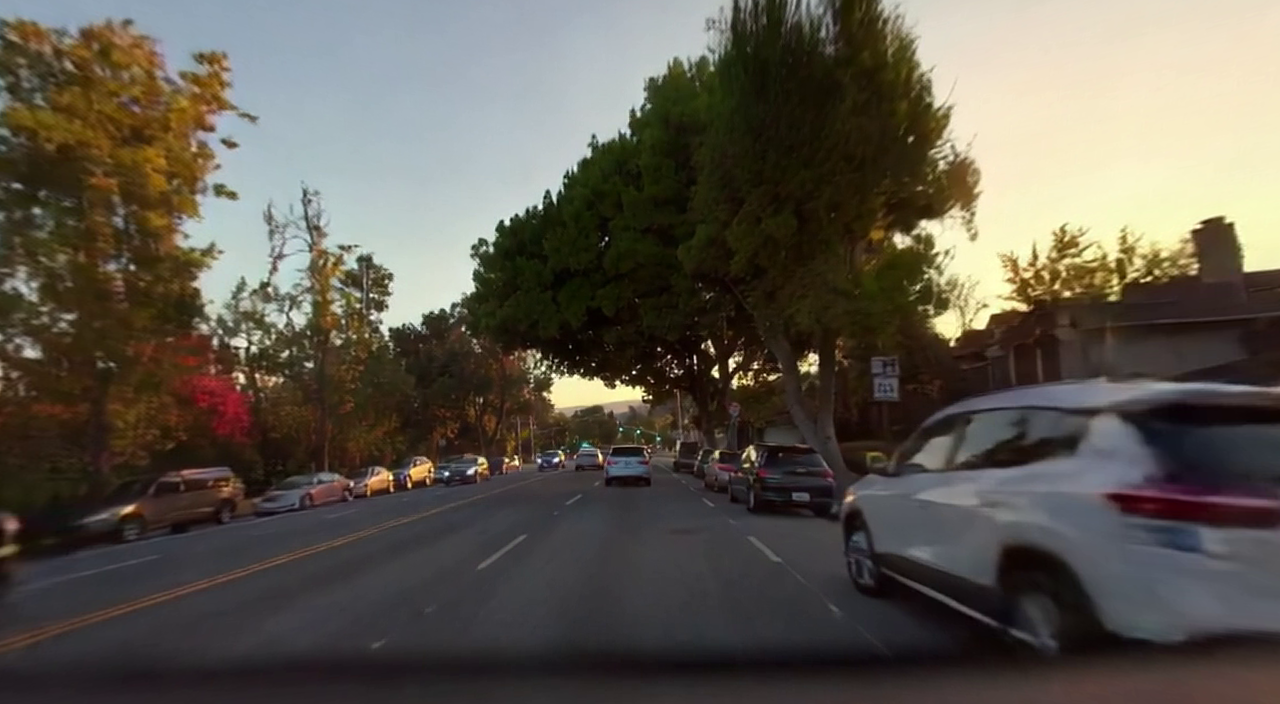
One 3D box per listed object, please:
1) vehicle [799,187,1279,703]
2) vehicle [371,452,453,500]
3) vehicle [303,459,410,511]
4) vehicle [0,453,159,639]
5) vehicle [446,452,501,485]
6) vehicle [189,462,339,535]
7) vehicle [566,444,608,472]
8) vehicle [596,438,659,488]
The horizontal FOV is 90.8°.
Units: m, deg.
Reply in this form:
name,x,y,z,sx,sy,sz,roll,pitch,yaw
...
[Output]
name,x,y,z,sx,sy,sz,roll,pitch,yaw
vehicle,2.508,0.860,3.315,2.119,1.884,4.567,0,-9,0
vehicle,-12.142,6.571,34.120,2.264,2.010,5.742,-4,-7,0
vehicle,-12.167,5.698,27.601,2.076,1.600,5.382,-8,-9,0
vehicle,-6.373,1.611,4.622,1.998,1.518,4.817,-5,-9,0
vehicle,-9.137,6.396,35.091,1.918,1.648,4.163,0,-9,0
vehicle,-12.346,4.760,21.230,1.979,1.815,5.139,-6,-9,-1
vehicle,-3.066,6.254,37.351,2.117,1.528,4.277,0,-9,0
vehicle,-0.400,3.896,22.418,2.041,1.575,4.304,0,-9,0
